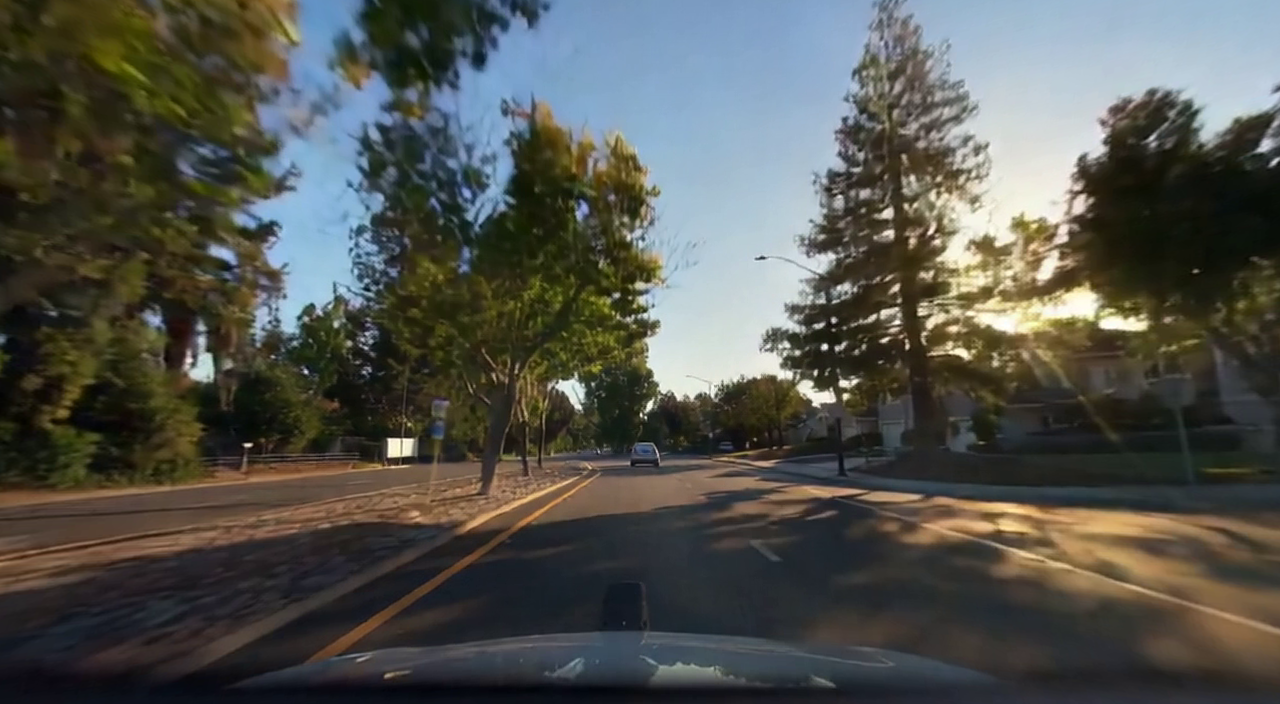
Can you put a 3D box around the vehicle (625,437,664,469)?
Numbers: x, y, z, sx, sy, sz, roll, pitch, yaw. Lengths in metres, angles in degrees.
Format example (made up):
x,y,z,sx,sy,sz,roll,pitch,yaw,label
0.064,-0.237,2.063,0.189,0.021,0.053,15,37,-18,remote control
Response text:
x,y,z,sx,sy,sz,roll,pitch,yaw,label
0.207,6.010,37.488,2.165,1.783,4.391,1,-9,-1,vehicle
